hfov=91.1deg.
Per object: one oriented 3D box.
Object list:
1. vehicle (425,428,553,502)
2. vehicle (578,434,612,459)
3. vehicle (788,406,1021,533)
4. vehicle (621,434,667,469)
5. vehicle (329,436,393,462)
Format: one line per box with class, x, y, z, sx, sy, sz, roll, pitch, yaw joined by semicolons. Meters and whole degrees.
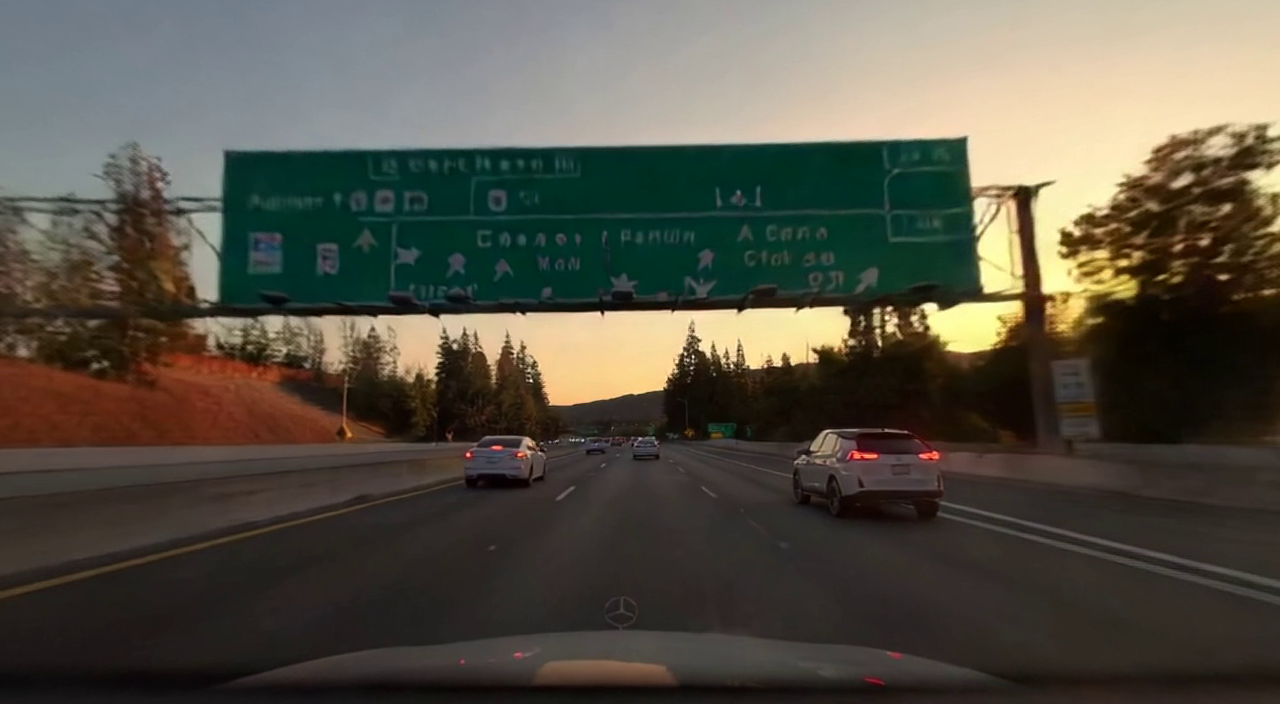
vehicle;-3.580;2.758;15.835;2.066;1.561;4.495;0;-8;1
vehicle;-3.230;6.893;45.843;2.044;1.682;4.201;0;-8;1
vehicle;4.121;1.900;10.745;2.025;1.707;4.279;0;-8;-1
vehicle;0.177;4.769;30.228;2.049;1.542;3.816;0;-8;0
vehicle;-18.400;6.418;41.676;2.121;1.619;4.577;0;-8;1
